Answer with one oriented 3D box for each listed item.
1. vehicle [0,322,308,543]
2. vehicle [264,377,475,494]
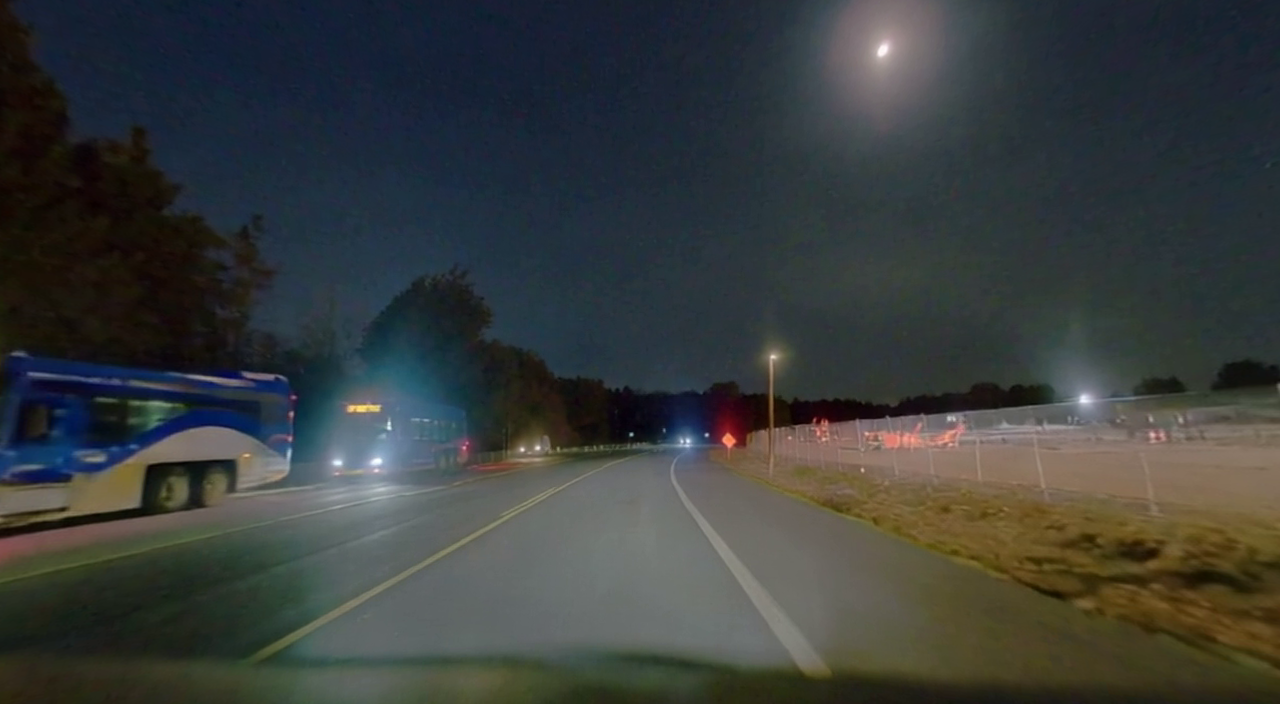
[{"bbox_3d":[-10.861,1.557,11.851,3.057,3.290,9.617,-2,-8,7],"label":"vehicle"},{"bbox_3d":[-10.344,3.445,26.470,3.092,3.562,12.230,-4,-7,2],"label":"vehicle"}]
